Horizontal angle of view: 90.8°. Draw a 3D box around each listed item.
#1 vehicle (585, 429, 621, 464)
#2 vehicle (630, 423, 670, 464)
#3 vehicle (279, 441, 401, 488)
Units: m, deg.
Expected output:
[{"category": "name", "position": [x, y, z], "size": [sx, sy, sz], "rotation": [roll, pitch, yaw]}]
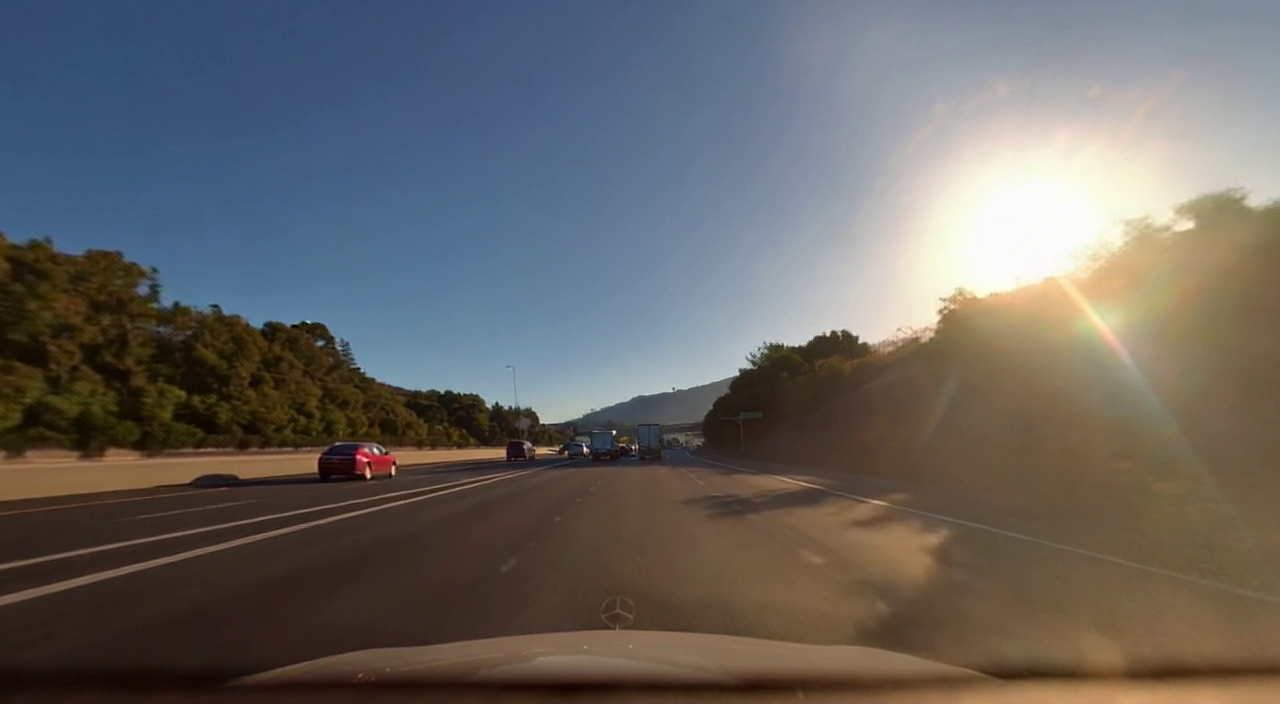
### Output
[{"category": "vehicle", "position": [-2.804, 7.285, 48.840], "size": [2.328, 2.519, 5.238], "rotation": [0, -8, 2]}, {"category": "vehicle", "position": [0.800, 7.007, 48.484], "size": [2.768, 2.854, 6.757], "rotation": [1, -8, 1]}, {"category": "vehicle", "position": [-10.240, 3.860, 22.068], "size": [1.952, 1.457, 4.689], "rotation": [0, -8, 0]}]
